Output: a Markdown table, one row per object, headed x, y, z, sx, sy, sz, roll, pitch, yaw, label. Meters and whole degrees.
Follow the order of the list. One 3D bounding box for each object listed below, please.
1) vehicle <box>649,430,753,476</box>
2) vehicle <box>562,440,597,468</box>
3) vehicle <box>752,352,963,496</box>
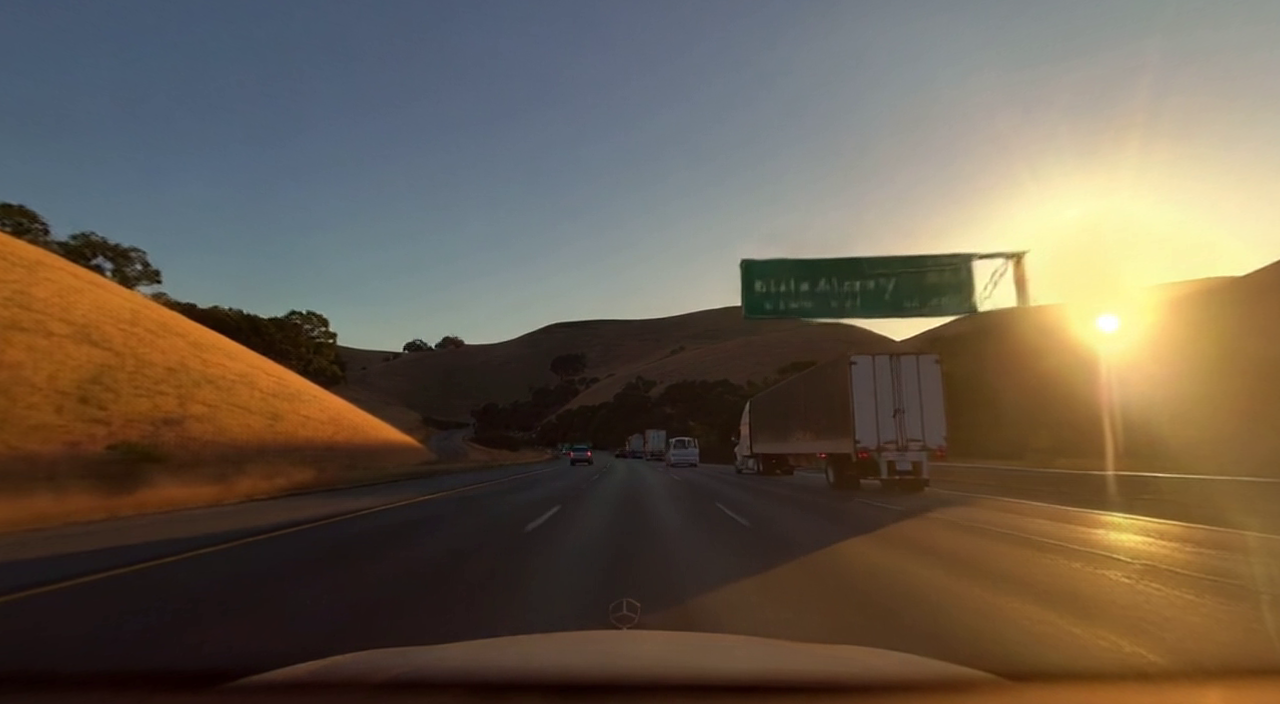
| x | y | z | sx | sy | sz | roll | pitch | yaw | label |
| --- | --- | --- | --- | --- | --- | --- | --- | --- | --- |
| 3.064 | 5.206 | 32.713 | 5.075 | 2.277 | 2.365 | 0 | -9 | -3 | vehicle |
| -4.523 | 7.708 | 47.694 | 2.193 | 1.977 | 4.759 | 0 | -9 | 0 | vehicle |
| 7.761 | 3.306 | 26.614 | 2.935 | 4.187 | 16.357 | 0 | -9 | -1 | vehicle |
